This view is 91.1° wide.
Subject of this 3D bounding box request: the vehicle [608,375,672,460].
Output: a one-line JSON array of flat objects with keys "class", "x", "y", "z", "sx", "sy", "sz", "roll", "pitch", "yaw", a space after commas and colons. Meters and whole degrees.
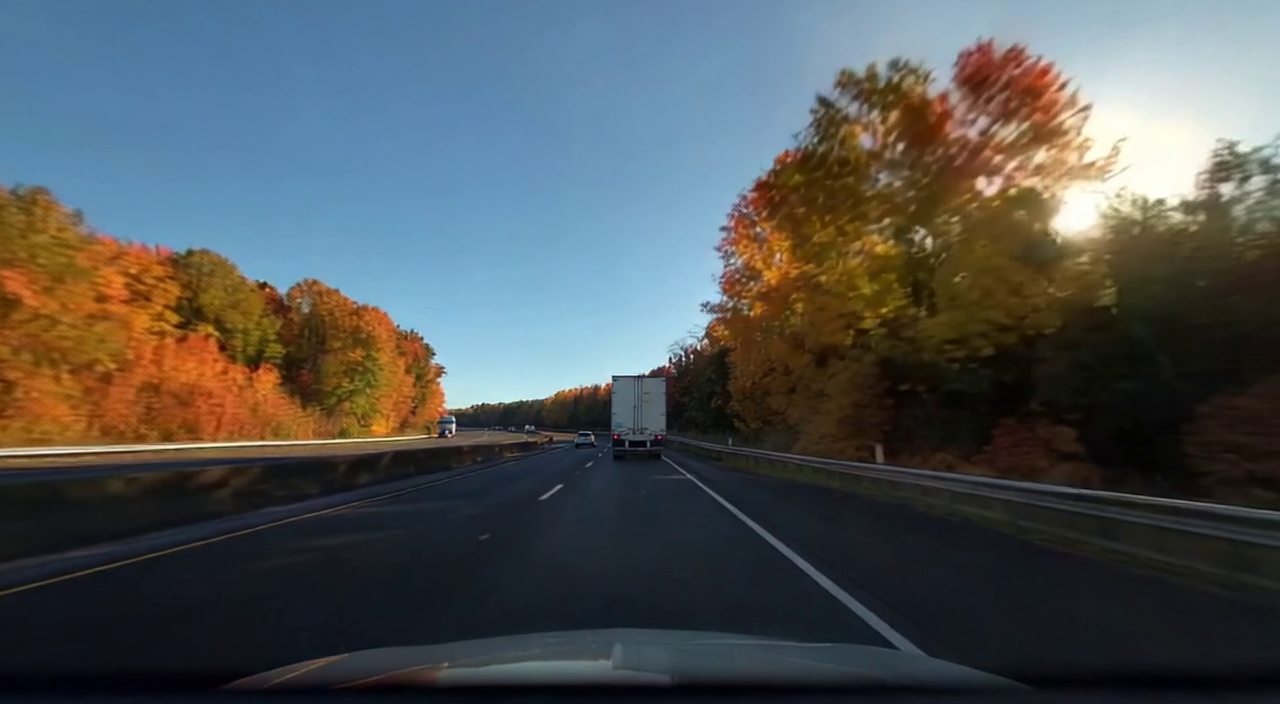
[{"class": "vehicle", "x": -0.153, "y": 3.884, "z": 35.690, "sx": 3.013, "sy": 4.016, "sz": 11.496, "roll": 0, "pitch": -8, "yaw": -2}]
